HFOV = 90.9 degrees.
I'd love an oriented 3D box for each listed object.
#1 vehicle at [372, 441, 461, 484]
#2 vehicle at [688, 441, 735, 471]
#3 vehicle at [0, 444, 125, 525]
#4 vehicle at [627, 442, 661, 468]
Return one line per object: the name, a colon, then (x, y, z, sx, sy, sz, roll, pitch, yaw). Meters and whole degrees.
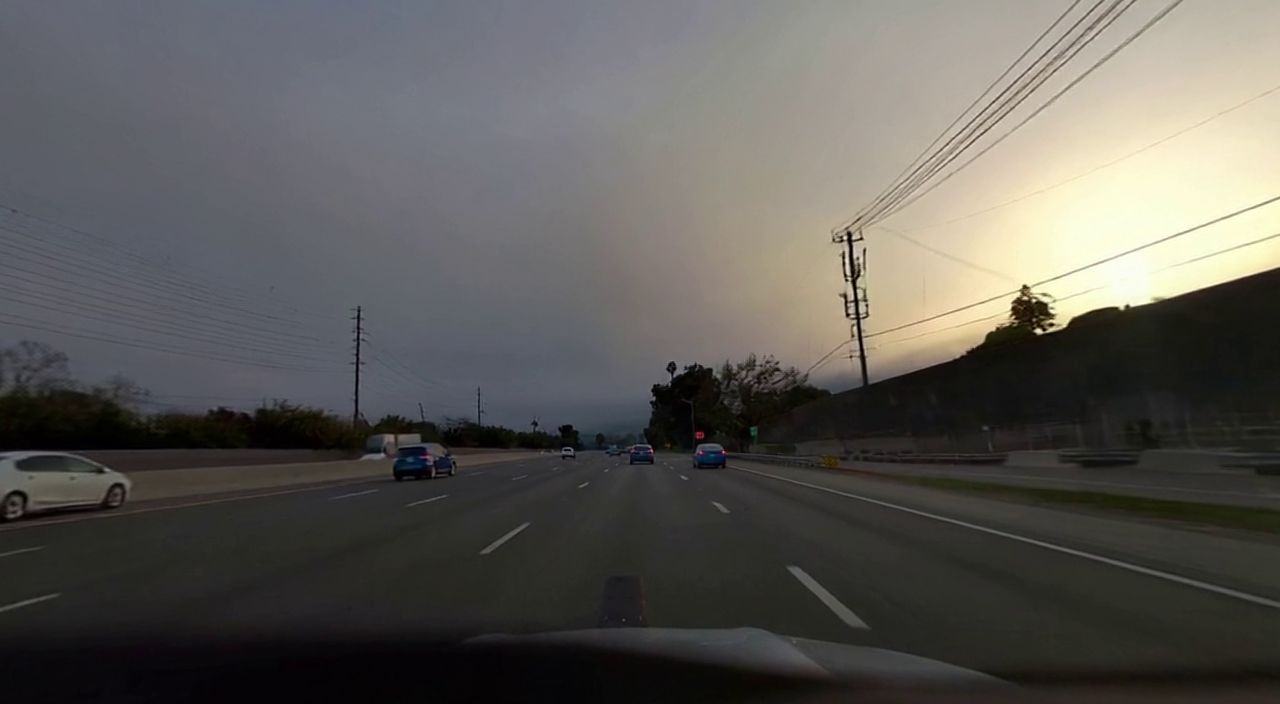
vehicle: (-10.274, 5.104, 29.489, 2.241, 1.810, 4.966, -1, -8, 2)
vehicle: (3.845, 5.689, 34.627, 2.060, 1.526, 4.387, 0, -8, 0)
vehicle: (-14.409, 2.877, 13.906, 2.046, 1.674, 4.735, 0, -8, 1)
vehicle: (0.251, 6.387, 39.329, 2.036, 1.474, 3.969, 0, -8, 0)
